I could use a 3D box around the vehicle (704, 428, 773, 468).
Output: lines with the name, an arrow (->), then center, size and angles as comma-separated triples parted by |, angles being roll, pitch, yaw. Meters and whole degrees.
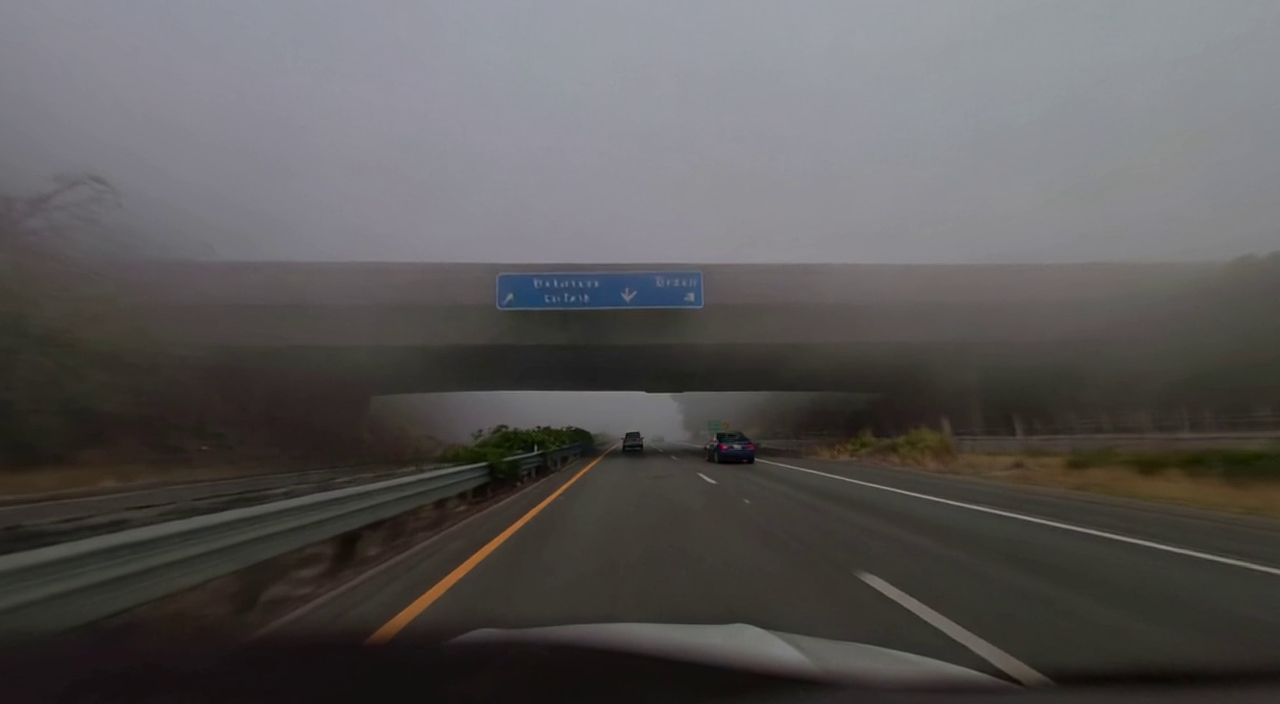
vehicle -> 4.027, 3.996, 26.527 | 2.010, 1.526, 4.438 | 0, -8, -2
